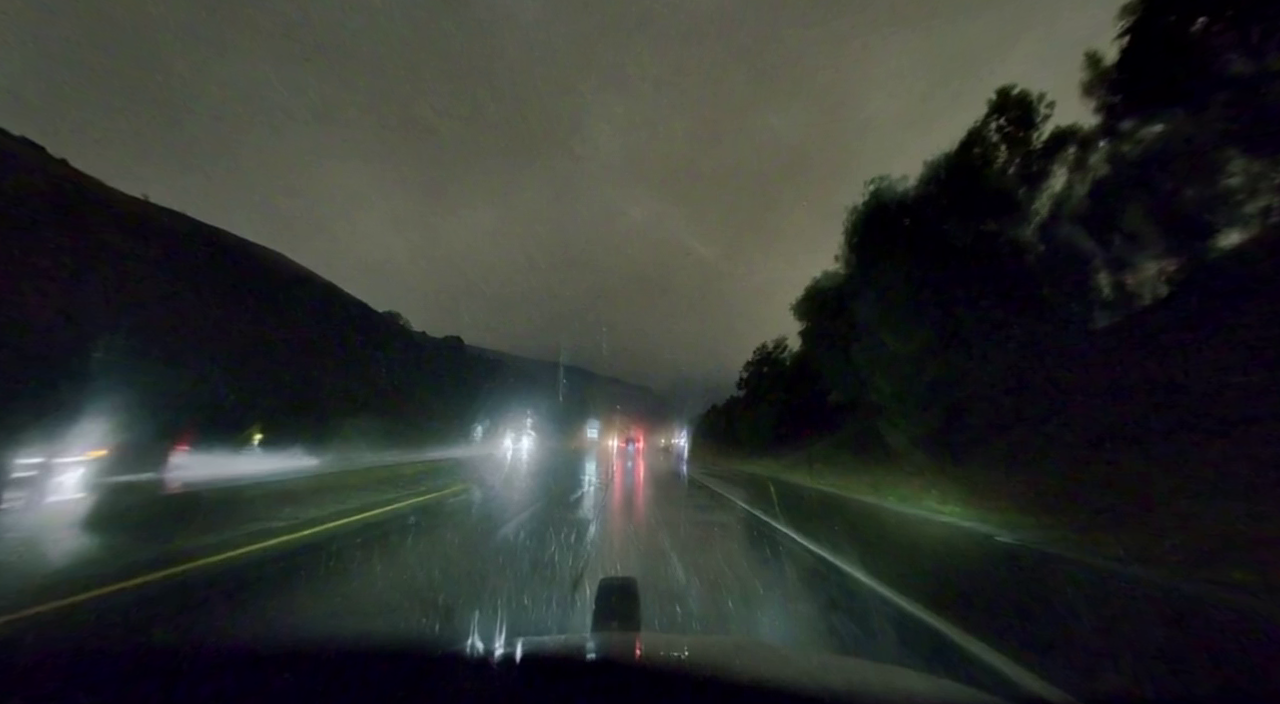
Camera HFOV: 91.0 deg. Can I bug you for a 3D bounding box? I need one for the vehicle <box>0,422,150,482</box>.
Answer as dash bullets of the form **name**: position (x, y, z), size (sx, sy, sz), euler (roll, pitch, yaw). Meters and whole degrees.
- **vehicle**: position (-17.985, 3.087, 19.561), size (1.895, 1.631, 4.521), euler (0, -8, -1)
